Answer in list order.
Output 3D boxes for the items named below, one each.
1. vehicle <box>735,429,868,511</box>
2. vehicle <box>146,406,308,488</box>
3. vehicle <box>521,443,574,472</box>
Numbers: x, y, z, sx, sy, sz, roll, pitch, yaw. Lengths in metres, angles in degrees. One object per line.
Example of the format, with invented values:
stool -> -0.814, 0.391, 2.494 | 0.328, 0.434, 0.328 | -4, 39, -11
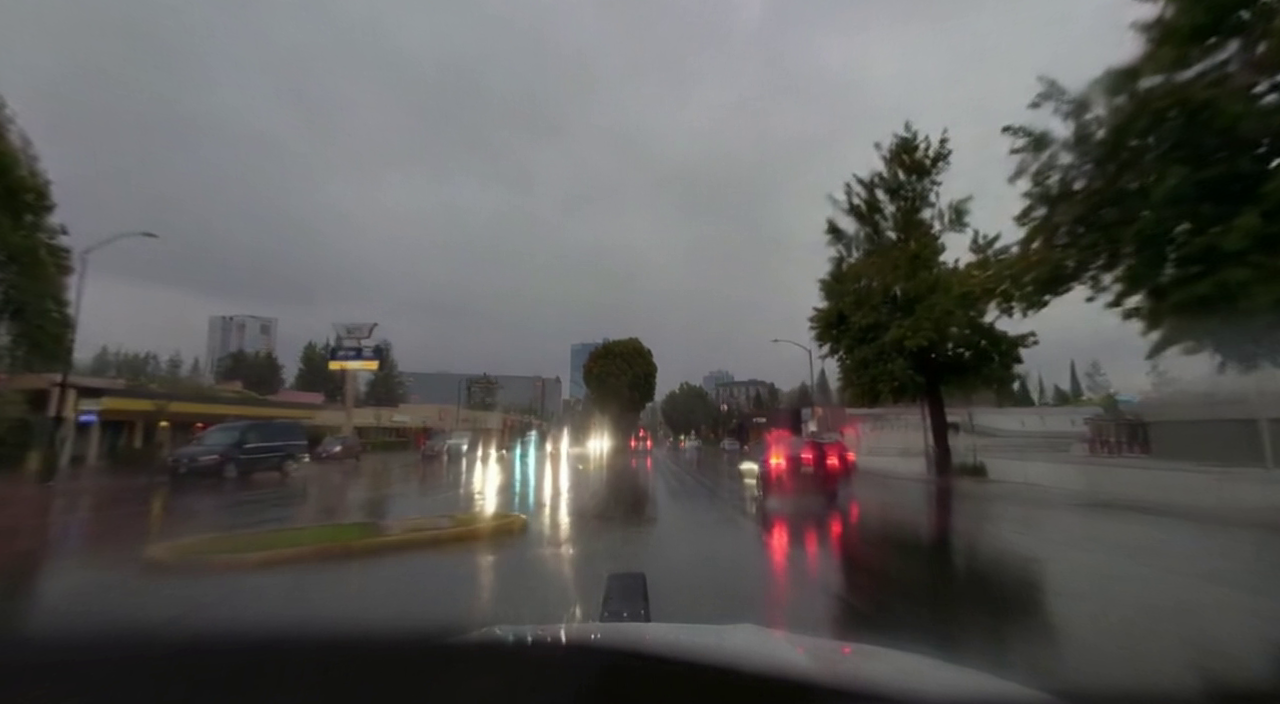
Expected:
vehicle -> 3.602, 2.711, 14.896 | 2.072, 1.669, 3.836 | 0, -9, -1
vehicle -> -18.868, 4.411, 29.483 | 2.783, 3.367, 6.723 | 0, -9, 1
vehicle -> -4.693, 5.427, 32.701 | 2.084, 1.415, 4.580 | 0, -9, -1
